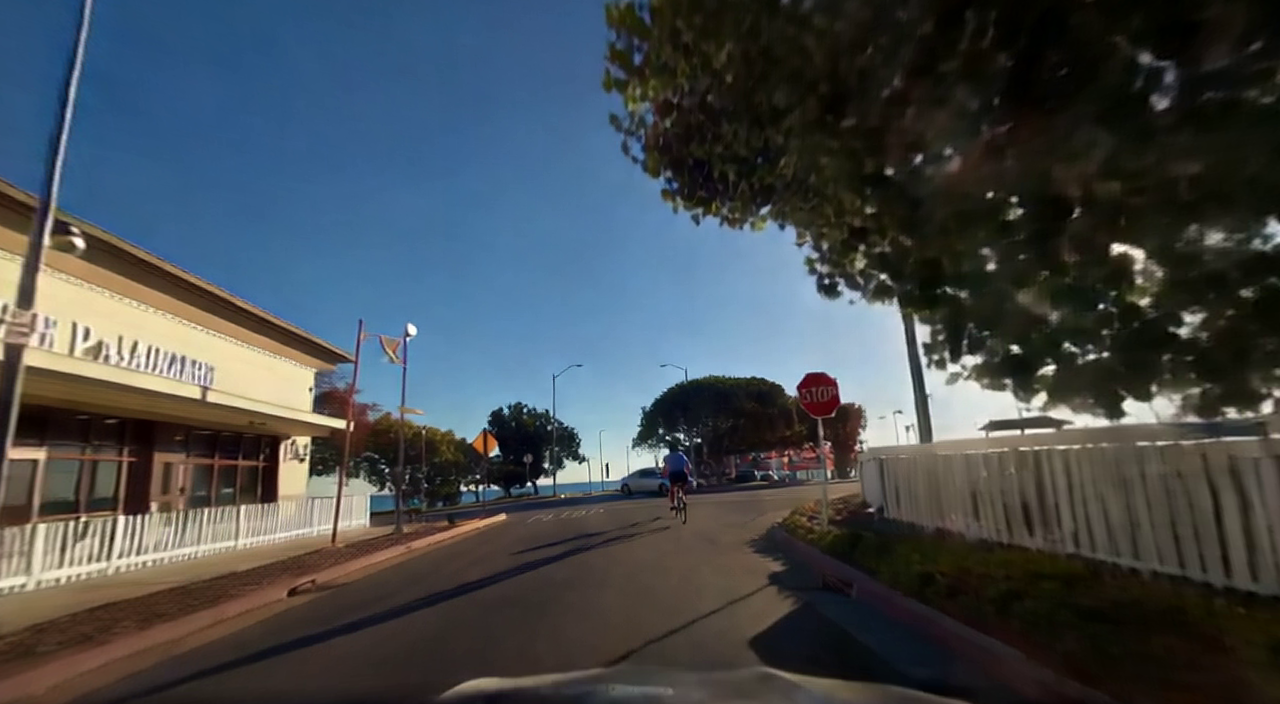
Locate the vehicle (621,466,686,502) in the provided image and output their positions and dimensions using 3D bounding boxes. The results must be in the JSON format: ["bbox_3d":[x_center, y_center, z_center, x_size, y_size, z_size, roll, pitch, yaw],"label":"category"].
[{"bbox_3d":[0.562,6.563,31.877,2.112,1.479,5.323,2,-9,-12],"label":"vehicle"}]
